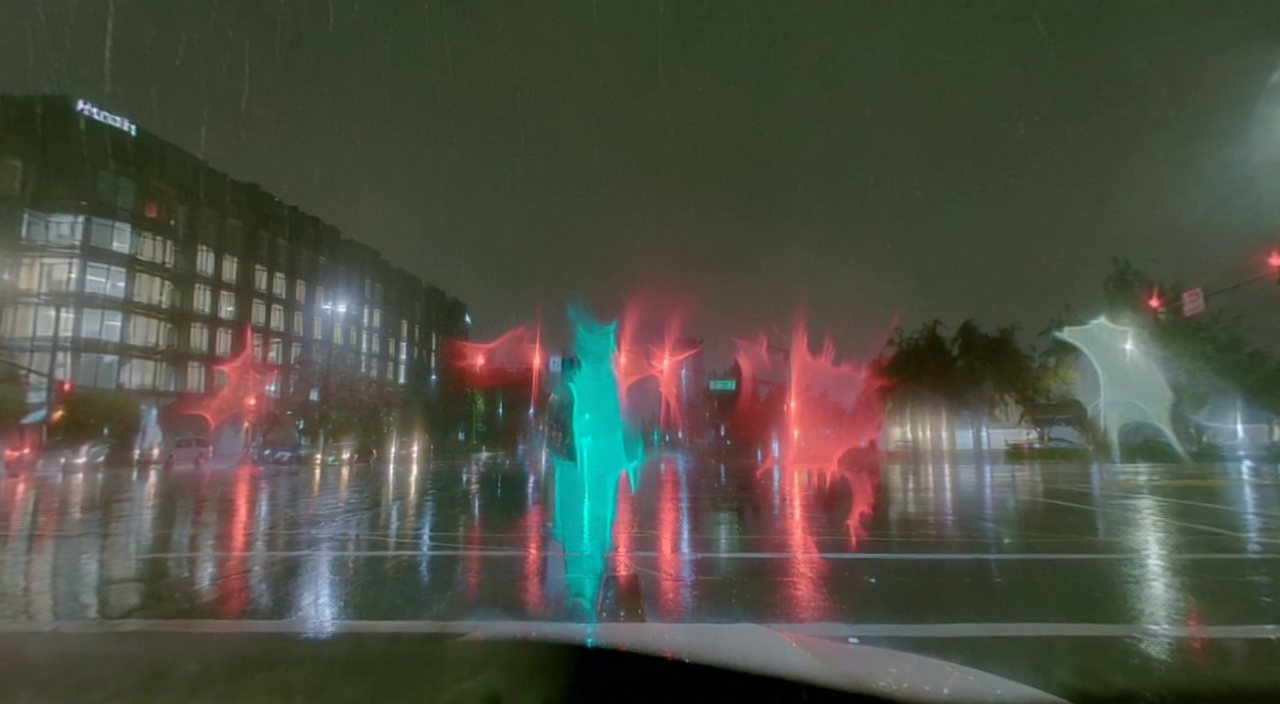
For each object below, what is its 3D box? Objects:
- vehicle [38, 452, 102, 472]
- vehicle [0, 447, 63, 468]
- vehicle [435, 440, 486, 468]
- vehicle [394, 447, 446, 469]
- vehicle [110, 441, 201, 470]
[{"bbox_3d":[-41.593,8.016,46.165,1.552,1.339,3.340,-2,-9,-1],"label":"vehicle"},{"bbox_3d":[-45.247,7.768,46.594,1.858,1.467,3.624,0,-8,1],"label":"vehicle"},{"bbox_3d":[-11.960,6.801,42.316,2.080,1.763,4.341,0,-8,0],"label":"vehicle"},{"bbox_3d":[-15.525,7.449,44.809,2.056,1.450,4.343,0,-8,0],"label":"vehicle"},{"bbox_3d":[-34.915,7.433,45.743,2.204,1.955,5.518,0,-8,0],"label":"vehicle"}]
